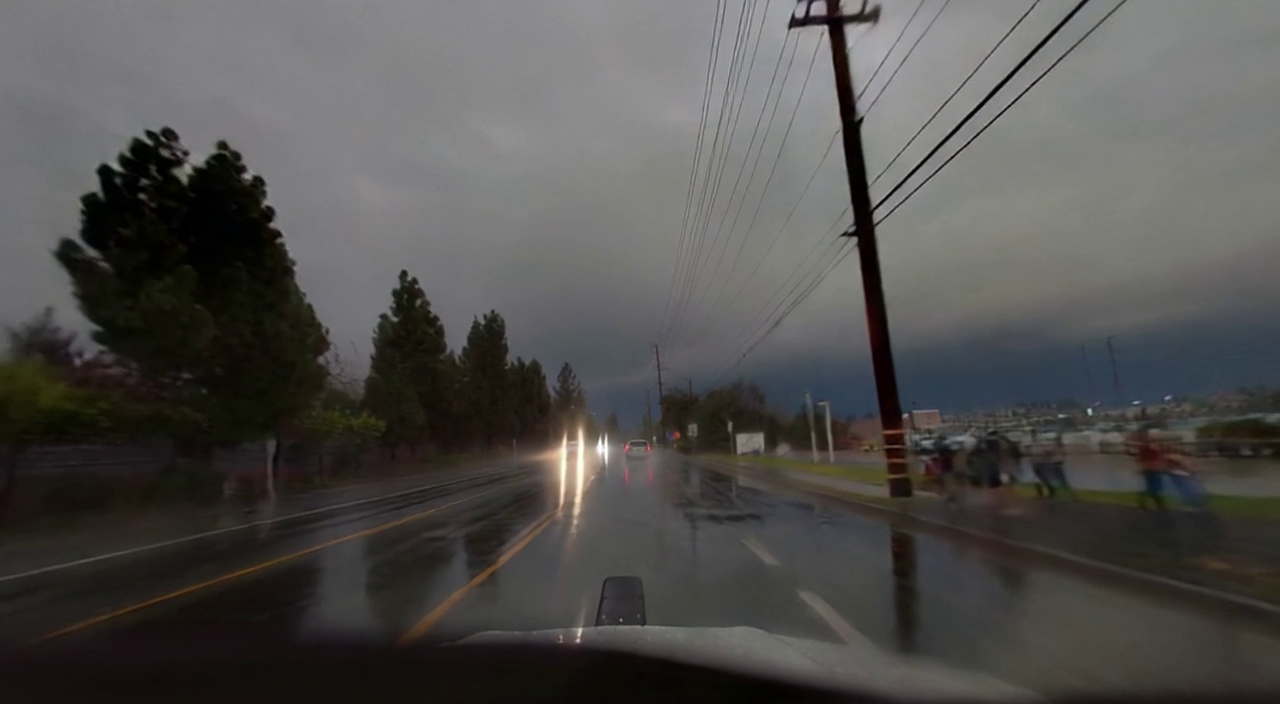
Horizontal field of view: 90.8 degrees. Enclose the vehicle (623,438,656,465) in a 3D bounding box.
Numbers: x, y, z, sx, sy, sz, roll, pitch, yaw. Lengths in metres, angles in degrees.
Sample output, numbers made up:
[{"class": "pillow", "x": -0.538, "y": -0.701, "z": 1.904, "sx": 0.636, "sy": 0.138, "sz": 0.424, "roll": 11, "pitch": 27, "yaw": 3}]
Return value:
[{"class": "vehicle", "x": -0.041, "y": 6.999, "z": 44.652, "sx": 2.163, "sy": 1.746, "sz": 4.073, "roll": -1, "pitch": -8, "yaw": 0}]
